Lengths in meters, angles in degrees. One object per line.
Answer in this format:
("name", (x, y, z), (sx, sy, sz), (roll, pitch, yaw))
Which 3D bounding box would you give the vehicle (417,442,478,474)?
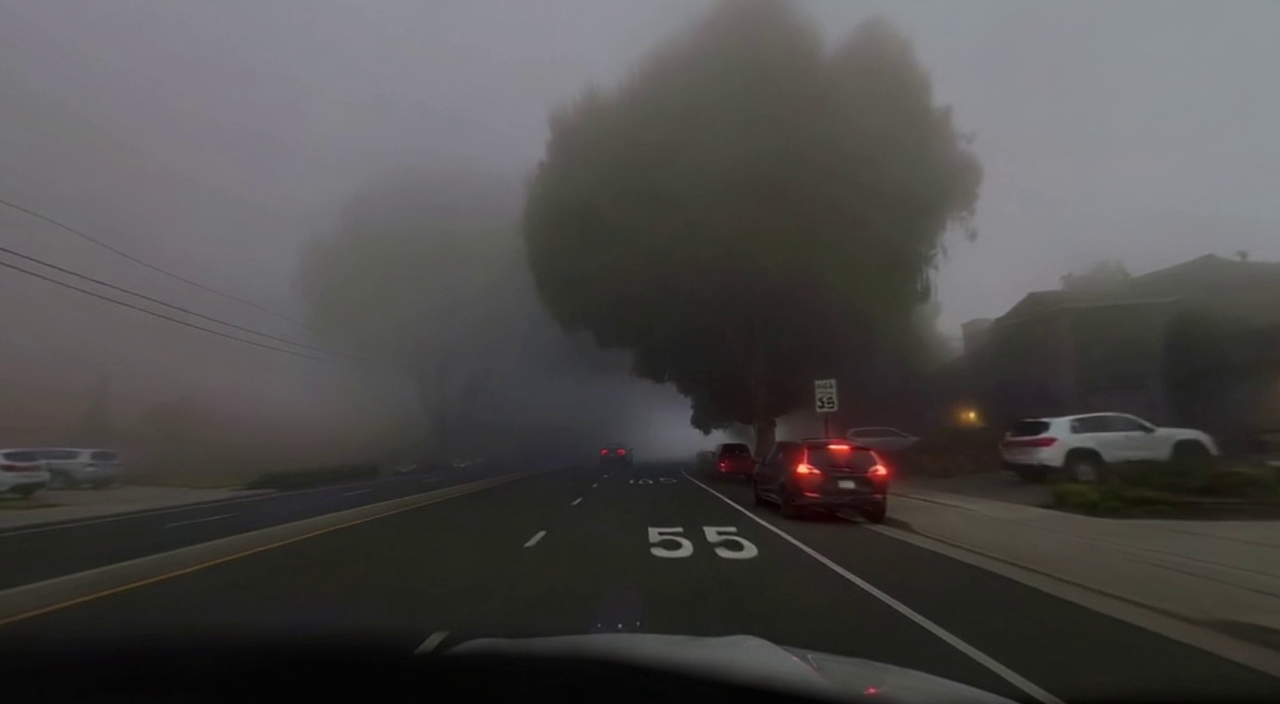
("vehicle", (-12.692, 7.036, 41.950), (2.131, 1.902, 4.924), (-3, -9, 5))

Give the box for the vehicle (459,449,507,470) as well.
("vehicle", (-11.907, 8.176, 48.260), (1.866, 1.501, 4.681), (-1, -9, 8))

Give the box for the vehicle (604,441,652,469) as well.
("vehicle", (-0.588, 5.810, 35.769), (2.035, 1.474, 4.284), (-1, -9, 8))

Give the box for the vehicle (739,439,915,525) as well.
("vehicle", (3.622, 2.617, 13.390), (2.025, 1.456, 4.865), (1, -9, -3))

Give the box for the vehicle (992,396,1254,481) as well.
("vehicle", (11.918, 2.215, 15.952), (4.710, 1.731, 1.972), (-4, -10, 6))

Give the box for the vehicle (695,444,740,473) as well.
("vehicle", (4.081, 5.696, 33.938), (2.037, 1.425, 4.621), (0, -9, 3))

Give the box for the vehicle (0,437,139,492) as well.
("vehicle", (-21.667, 4.174, 23.631), (4.072, 1.928, 1.992), (0, -9, 2))

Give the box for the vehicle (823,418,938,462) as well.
("vehicle", (13.424, 4.978, 35.385), (5.550, 2.066, 2.288), (-8, -11, 29))
